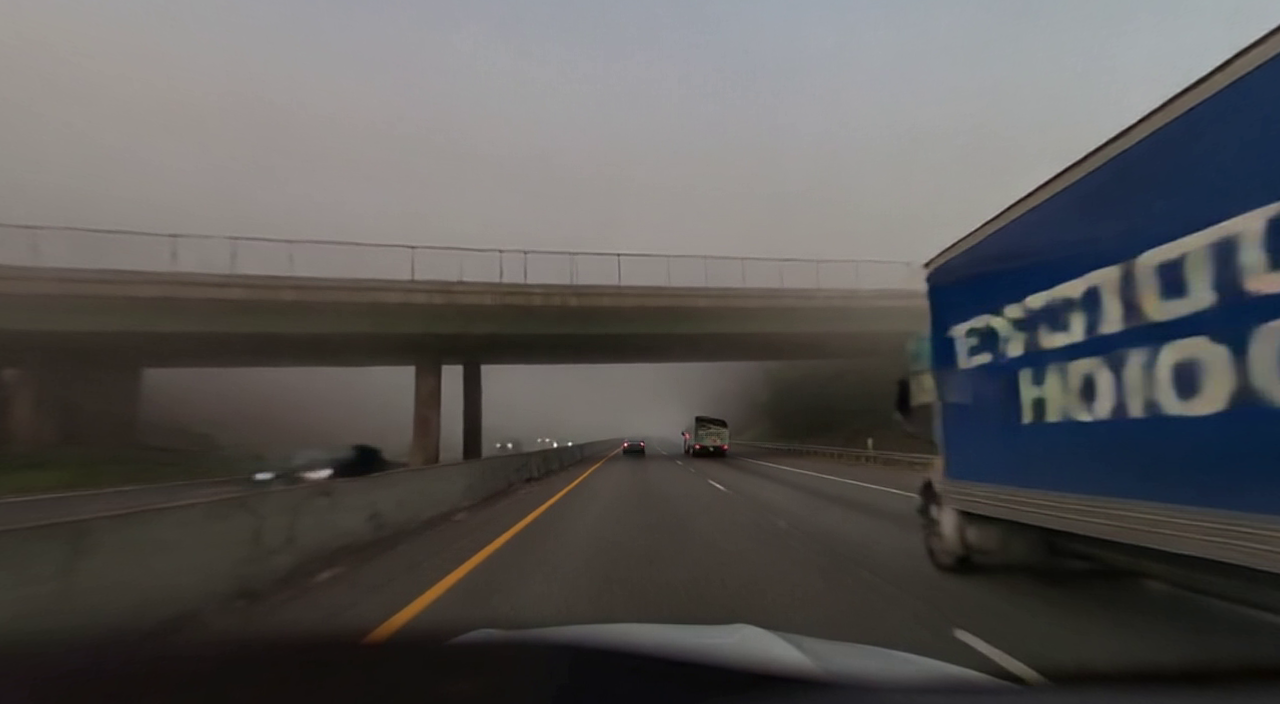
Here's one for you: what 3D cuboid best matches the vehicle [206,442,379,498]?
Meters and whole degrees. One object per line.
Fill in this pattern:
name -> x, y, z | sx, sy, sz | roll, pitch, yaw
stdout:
vehicle -> -8.842, 3.010, 16.600 | 2.006, 1.218, 4.520 | 0, -8, 0

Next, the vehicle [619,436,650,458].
vehicle -> -0.353, 6.269, 41.844 | 1.996, 1.325, 4.029 | 0, -8, 0

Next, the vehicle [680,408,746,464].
vehicle -> 3.811, 4.567, 34.485 | 2.715, 2.746, 6.550 | 0, -8, -1
